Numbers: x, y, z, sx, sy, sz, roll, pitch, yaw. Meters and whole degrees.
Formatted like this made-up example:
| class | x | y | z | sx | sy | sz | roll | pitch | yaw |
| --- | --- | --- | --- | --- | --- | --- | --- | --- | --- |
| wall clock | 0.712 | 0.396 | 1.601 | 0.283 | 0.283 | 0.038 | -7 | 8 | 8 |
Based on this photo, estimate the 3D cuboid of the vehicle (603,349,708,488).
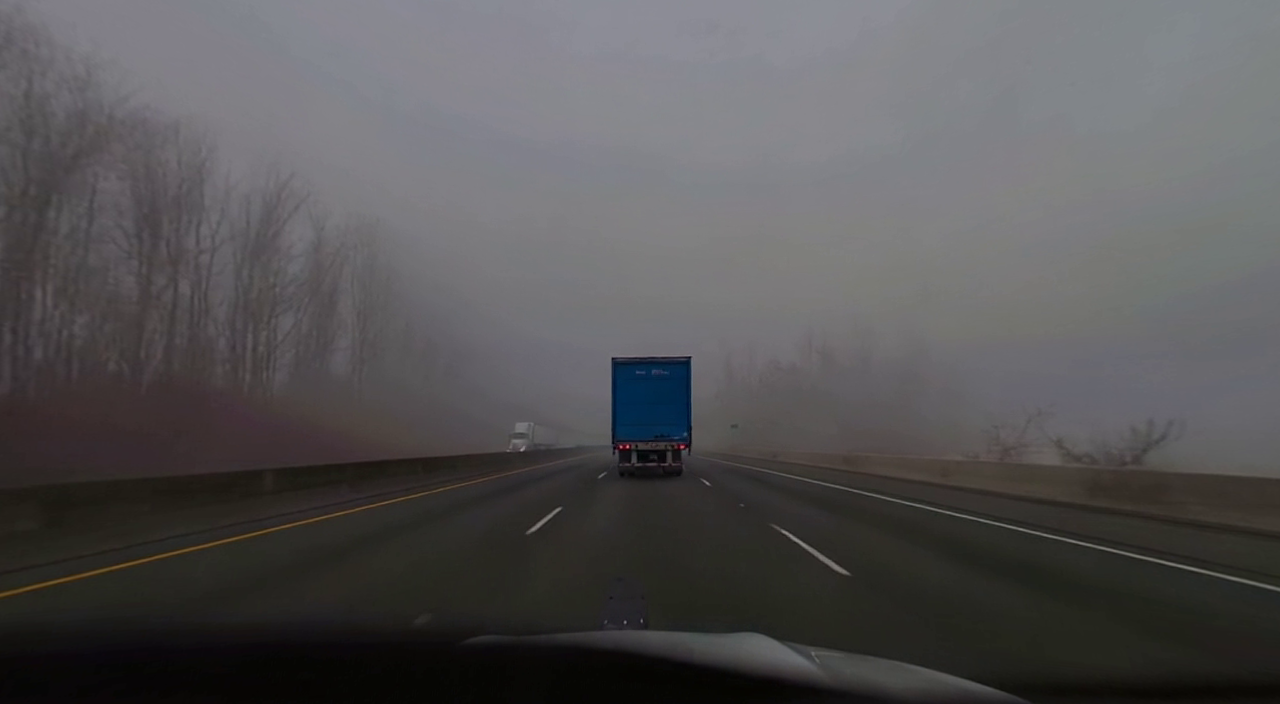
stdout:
| class | x | y | z | sx | sy | sz | roll | pitch | yaw |
| --- | --- | --- | --- | --- | --- | --- | --- | --- | --- |
| vehicle | 0.458 | 2.675 | 23.519 | 3.010 | 4.039 | 10.481 | 0 | -8 | 0 |
